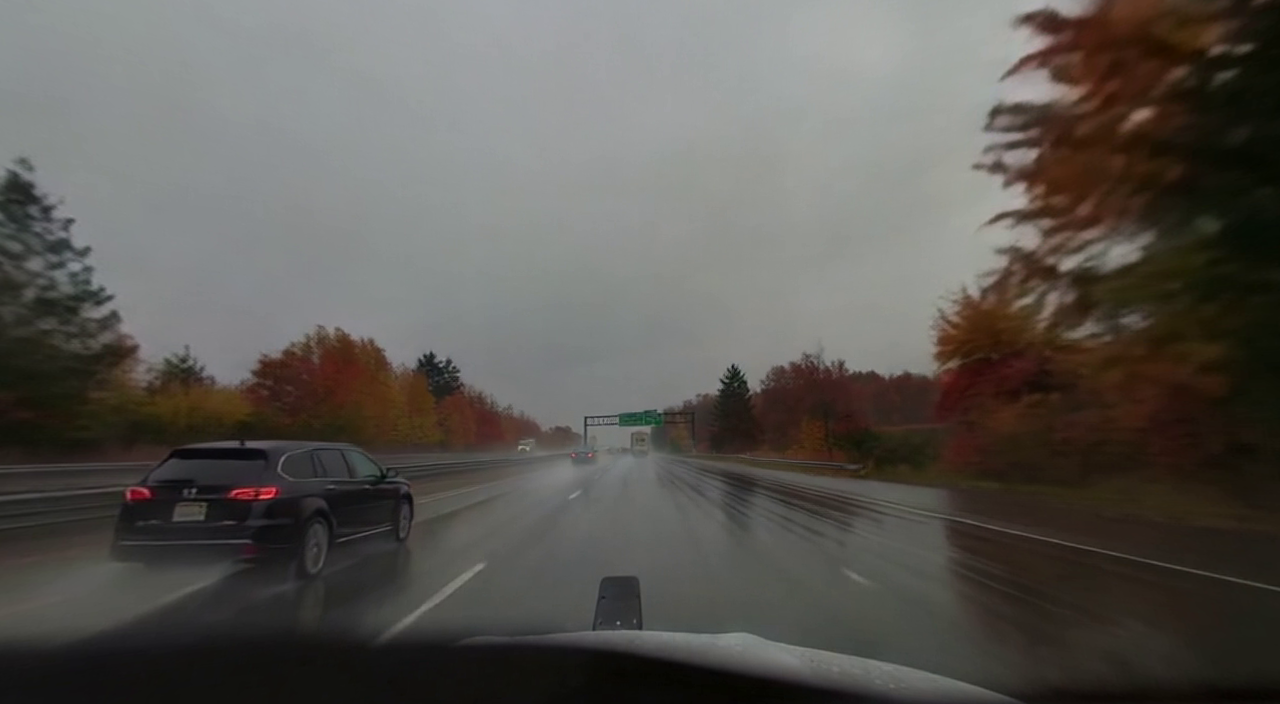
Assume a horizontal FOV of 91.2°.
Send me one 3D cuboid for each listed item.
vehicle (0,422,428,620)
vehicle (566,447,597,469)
[{"bbox_3d":[-4.127,1.647,7.019,2.071,1.525,4.058,0,-9,0],"label":"vehicle"},{"bbox_3d":[-4.306,7.821,46.387,1.963,1.475,3.665,0,-9,0],"label":"vehicle"}]
